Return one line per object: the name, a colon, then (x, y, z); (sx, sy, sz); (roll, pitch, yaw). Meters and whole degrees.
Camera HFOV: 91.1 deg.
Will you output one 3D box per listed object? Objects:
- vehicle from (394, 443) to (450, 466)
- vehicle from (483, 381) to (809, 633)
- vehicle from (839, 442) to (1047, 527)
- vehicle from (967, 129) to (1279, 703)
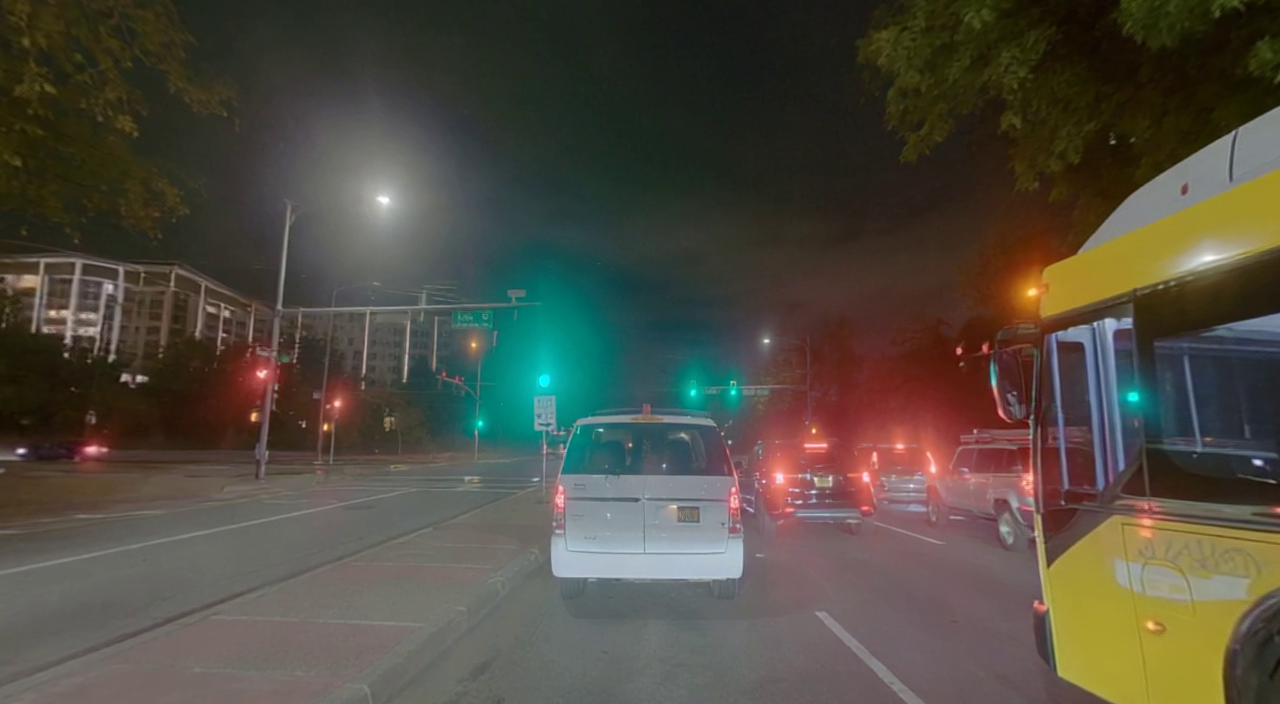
vehicle: (-17.216, 8.044, 49.528); (4.097, 1.720, 1.924); (-5, -10, 31)
vehicle: (0.019, 1.476, 7.005); (2.381, 1.842, 4.603); (0, -8, -1)
vehicle: (5.990, 2.640, 13.219); (1.987, 1.457, 4.675); (0, -8, -1)
vehicle: (2.617, 0.318, 0.422); (2.037, 2.065, 5.037); (0, -8, 0)
